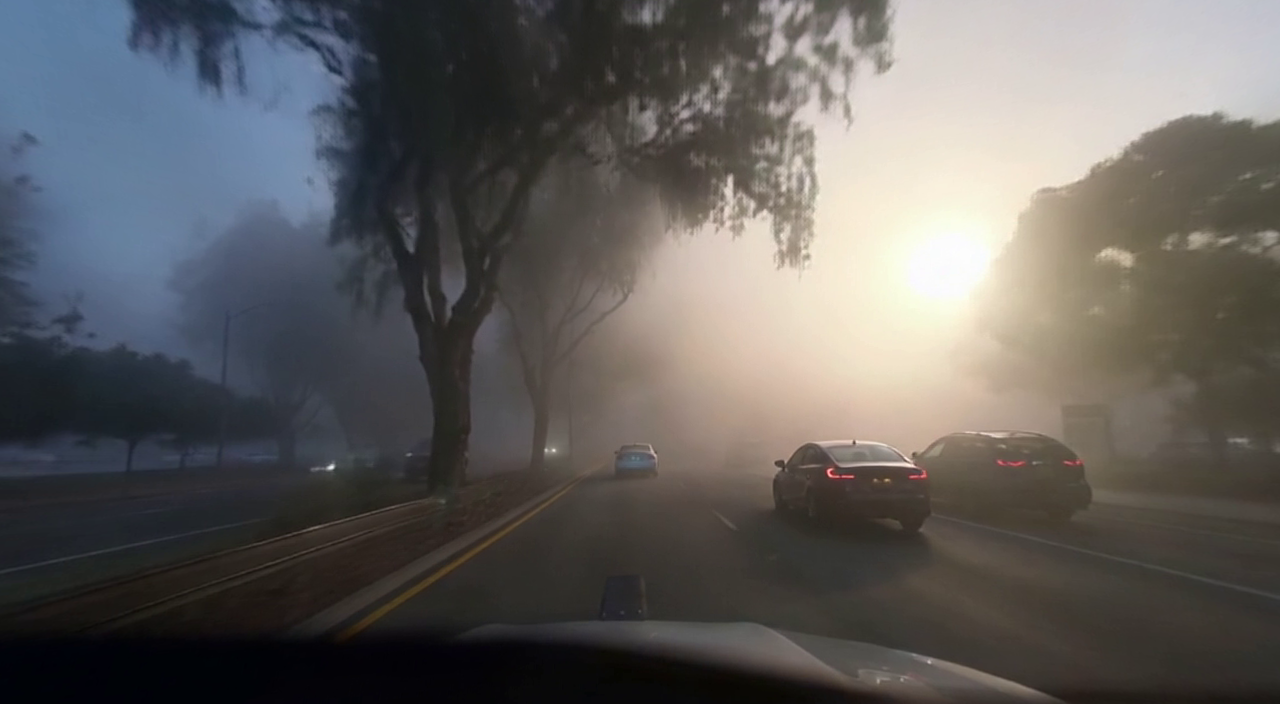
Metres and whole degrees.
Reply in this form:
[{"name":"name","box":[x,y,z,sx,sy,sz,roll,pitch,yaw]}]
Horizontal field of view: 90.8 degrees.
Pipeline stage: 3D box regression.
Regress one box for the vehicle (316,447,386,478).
[{"name":"vehicle","box":[-16.478,6.289,36.282,1.903,1.675,4.547,0,-9,-1]}]

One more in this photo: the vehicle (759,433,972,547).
[{"name":"vehicle","box":[3.353,2.131,10.426,1.858,1.466,4.230,0,-9,-1]}]

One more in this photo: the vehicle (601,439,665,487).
[{"name":"vehicle","box":[-0.246,3.756,21.622,1.994,1.479,3.647,0,-9,-1]}]

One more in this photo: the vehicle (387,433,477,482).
[{"name":"vehicle","box":[-9.208,4.730,28.551,2.246,1.943,5.493,0,-9,0]}]

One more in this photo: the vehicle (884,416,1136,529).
[{"name":"vehicle","box":[6.893,2.303,12.581,2.134,1.810,4.590,0,-9,-1]}]
